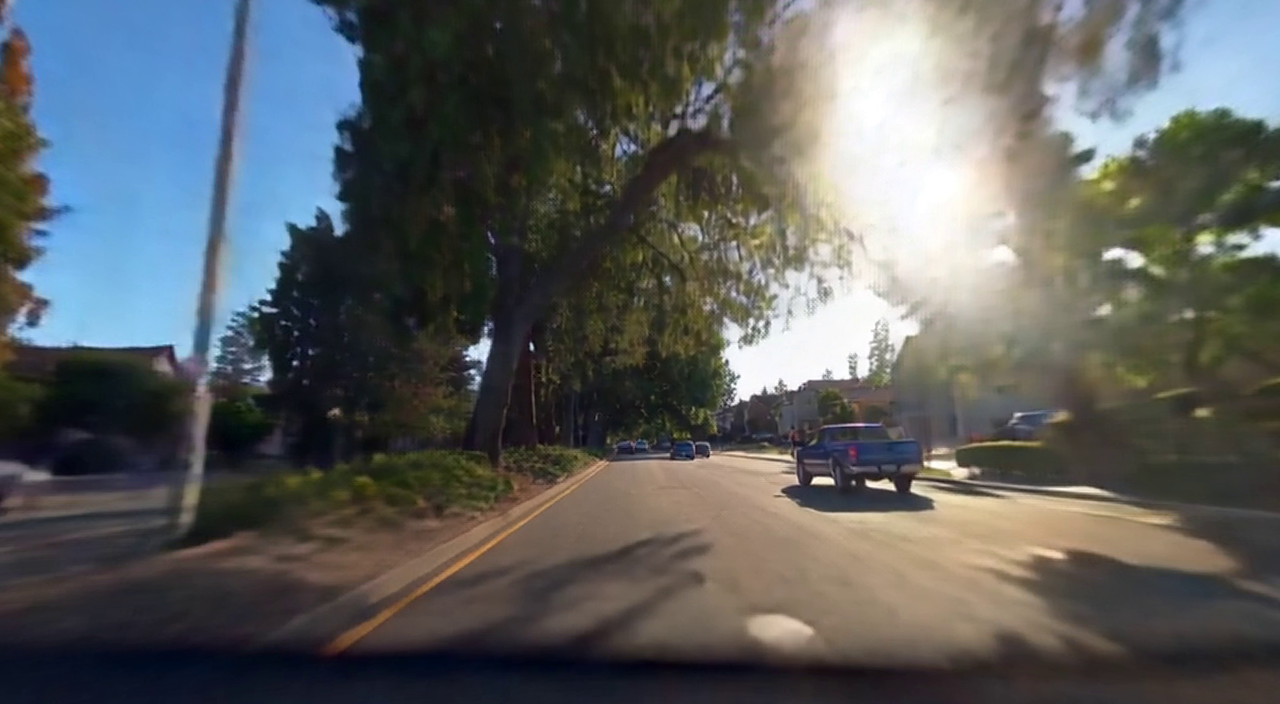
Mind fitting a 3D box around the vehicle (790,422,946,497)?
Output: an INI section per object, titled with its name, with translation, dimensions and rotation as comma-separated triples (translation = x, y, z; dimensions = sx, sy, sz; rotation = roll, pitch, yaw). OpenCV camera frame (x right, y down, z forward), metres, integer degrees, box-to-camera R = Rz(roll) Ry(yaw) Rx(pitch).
[vehicle]
translation = 6.135, 2.983, 17.962
dimensions = 2.262, 1.769, 5.666
rotation = 0, -8, -1
